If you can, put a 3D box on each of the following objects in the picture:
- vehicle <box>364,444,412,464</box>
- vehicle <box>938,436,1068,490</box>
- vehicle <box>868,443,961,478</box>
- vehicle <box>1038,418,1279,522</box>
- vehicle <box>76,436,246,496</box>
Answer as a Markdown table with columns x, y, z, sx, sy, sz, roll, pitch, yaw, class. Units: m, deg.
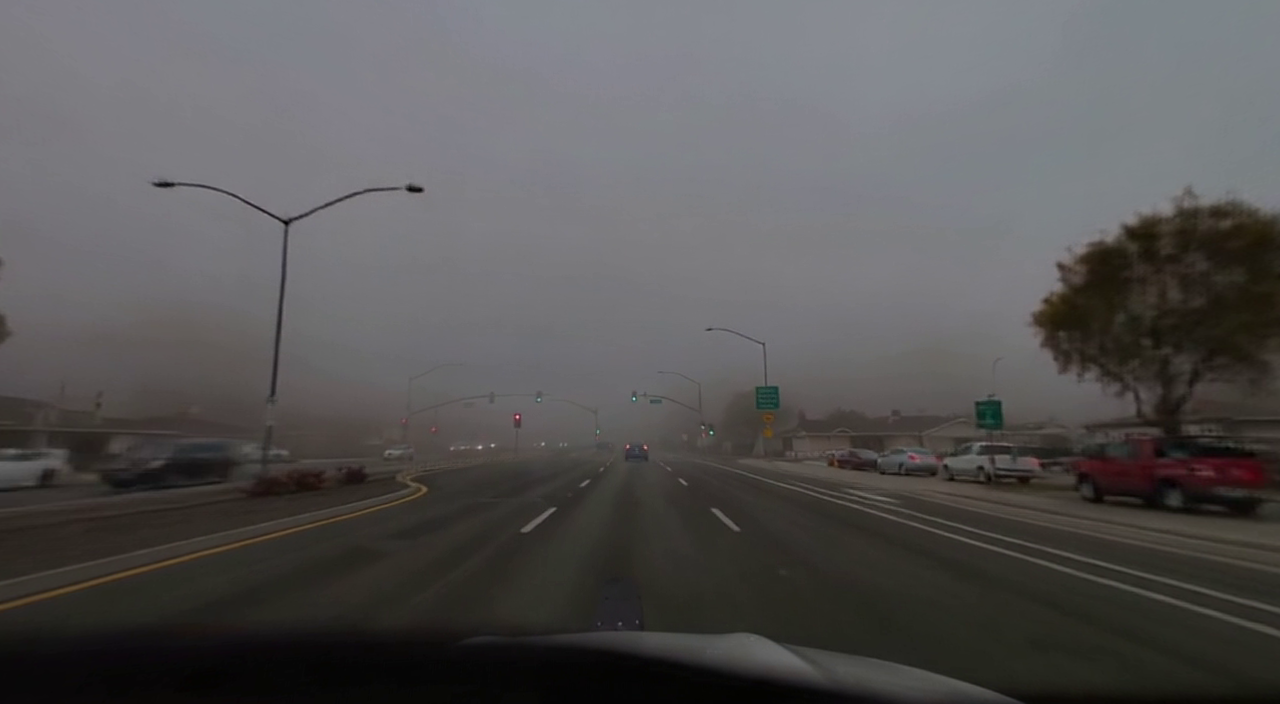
| x | y | z | sx | sy | sz | roll | pitch | yaw | class |
| --- | --- | --- | --- | --- | --- | --- | --- | --- | --- |
| -19.426 | 7.848 | 48.880 | 1.918 | 1.472 | 4.360 | 0 | -9 | 0 | vehicle |
| 12.651 | 3.877 | 22.405 | 1.976 | 1.706 | 4.354 | 0 | -9 | 0 | vehicle |
| 12.517 | 4.964 | 29.253 | 2.128 | 1.467 | 4.987 | 0 | -9 | 1 | vehicle |
| 12.677 | 2.730 | 14.979 | 2.386 | 1.919 | 6.109 | 0 | -10 | -1 | vehicle |
| -14.944 | 3.561 | 20.112 | 1.857 | 1.656 | 4.514 | 0 | -9 | 0 | vehicle |
